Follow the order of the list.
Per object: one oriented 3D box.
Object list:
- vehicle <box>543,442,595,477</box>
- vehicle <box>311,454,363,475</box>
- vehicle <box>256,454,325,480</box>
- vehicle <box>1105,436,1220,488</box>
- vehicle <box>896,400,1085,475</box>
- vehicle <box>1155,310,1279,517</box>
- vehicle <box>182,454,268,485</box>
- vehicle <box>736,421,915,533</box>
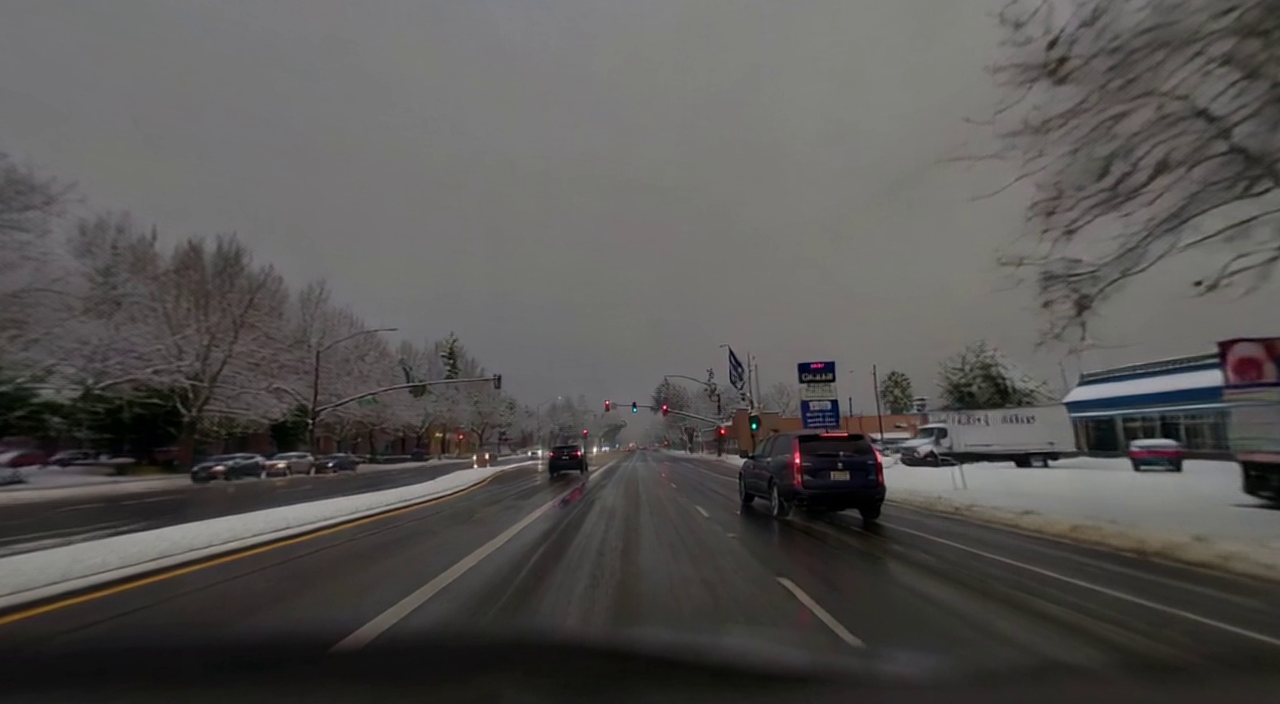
[{"bbox_3d":[-3.282,5.049,29.864,2.034,1.498,3.995,0,-9,-1],"label":"vehicle"},{"bbox_3d":[-22.975,8.539,48.052,1.752,1.430,4.078,-1,-9,2],"label":"vehicle"},{"bbox_3d":[-22.920,7.549,41.674,1.997,1.434,4.569,-2,-9,-1],"label":"vehicle"},{"bbox_3d":[20.147,4.160,24.326,4.416,1.692,1.980,3,-8,-32],"label":"vehicle"},{"bbox_3d":[15.561,3.881,28.523,6.704,3.194,2.704,-1,-9,5],"label":"vehicle"},{"bbox_3d":[14.385,1.202,11.796,7.195,3.468,2.597,0,-9,-3],"label":"vehicle"},{"bbox_3d":[-22.757,6.440,34.819,2.045,1.536,3.911,0,-9,1],"label":"vehicle"},{"bbox_3d":[3.221,2.262,12.007,1.982,1.711,4.276,0,-9,-2],"label":"vehicle"}]
